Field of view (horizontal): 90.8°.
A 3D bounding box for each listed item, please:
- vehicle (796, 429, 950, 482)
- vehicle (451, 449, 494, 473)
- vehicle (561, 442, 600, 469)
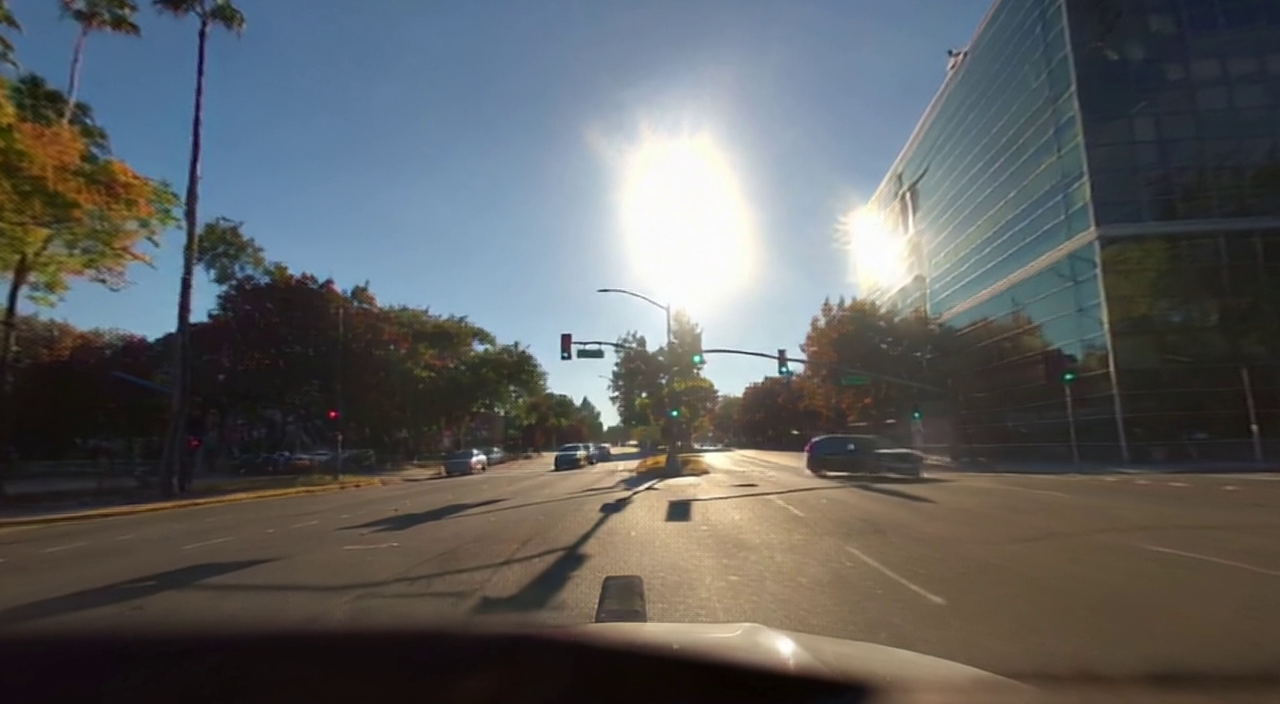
[{"bbox_3d":[8.140,3.634,22.384,4.652,1.674,1.998,-8,-12,43],"label":"vehicle"},{"bbox_3d":[-11.364,7.431,43.128,1.786,1.499,3.797,-1,-8,2],"label":"vehicle"},{"bbox_3d":[-3.912,6.872,42.183,2.034,1.663,4.025,-1,-8,3],"label":"vehicle"}]
